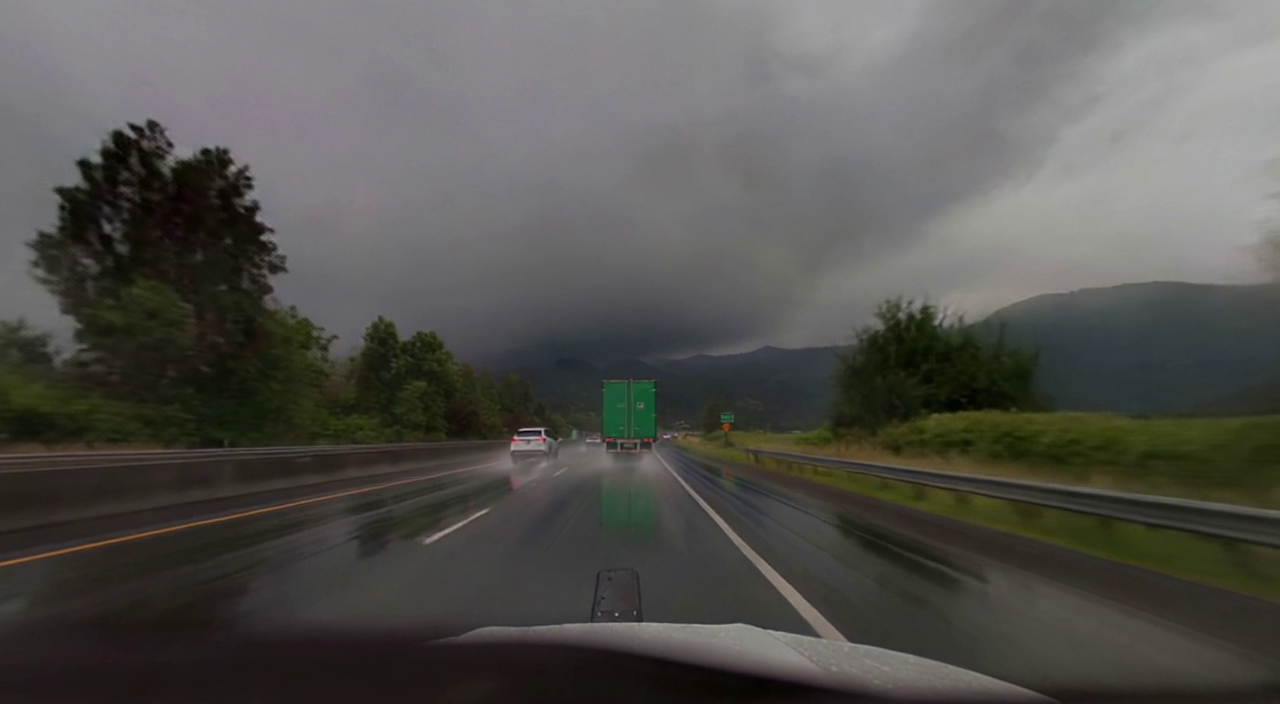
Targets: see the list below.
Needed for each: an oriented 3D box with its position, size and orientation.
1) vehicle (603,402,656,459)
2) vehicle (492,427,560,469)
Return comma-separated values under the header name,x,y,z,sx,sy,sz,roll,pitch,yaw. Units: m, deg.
name,x,y,z,sx,sy,sz,roll,pitch,yaw
vehicle,-0.486,3.486,28.049,2.319,2.461,1.270,0,-8,-2
vehicle,-4.936,4.232,27.922,2.138,1.697,4.587,0,-8,0
